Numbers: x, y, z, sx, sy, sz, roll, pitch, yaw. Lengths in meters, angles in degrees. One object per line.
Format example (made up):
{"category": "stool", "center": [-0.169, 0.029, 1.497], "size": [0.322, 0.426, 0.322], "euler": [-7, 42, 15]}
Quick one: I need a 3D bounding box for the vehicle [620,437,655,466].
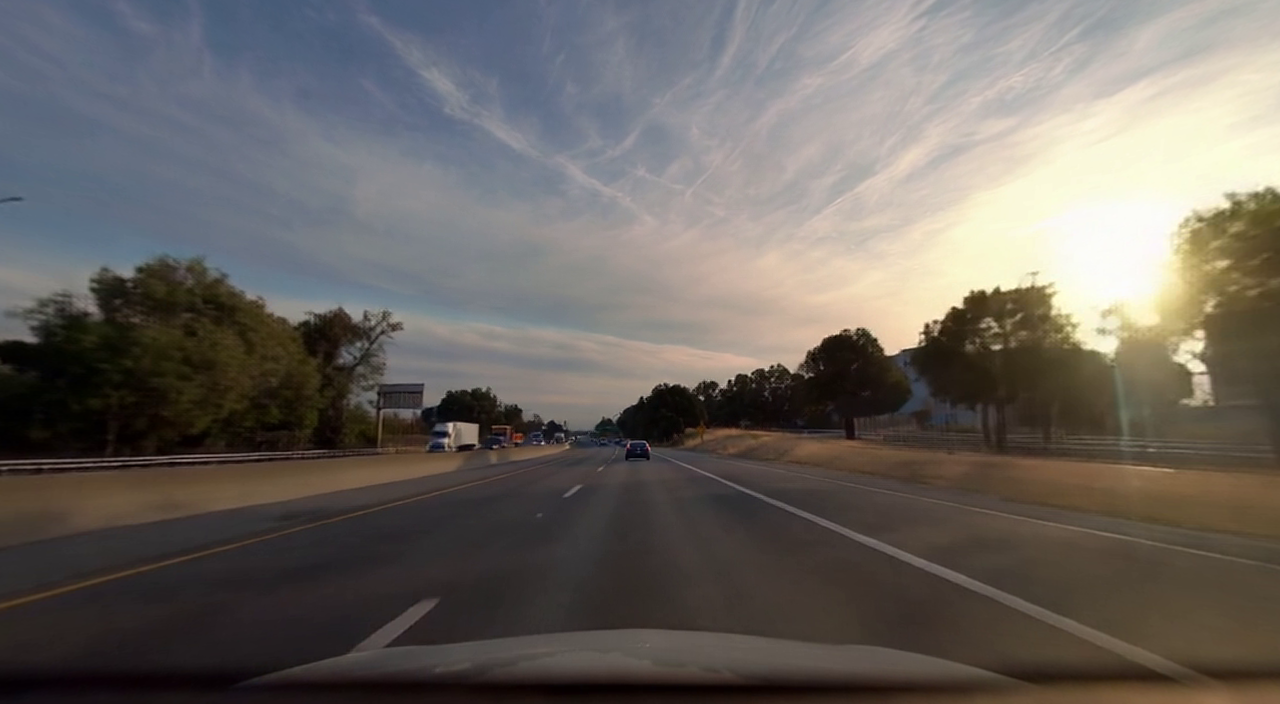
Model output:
{"category": "vehicle", "center": [-0.184, 6.028, 38.322], "size": [2.029, 1.666, 4.064], "euler": [0, -8, -1]}
